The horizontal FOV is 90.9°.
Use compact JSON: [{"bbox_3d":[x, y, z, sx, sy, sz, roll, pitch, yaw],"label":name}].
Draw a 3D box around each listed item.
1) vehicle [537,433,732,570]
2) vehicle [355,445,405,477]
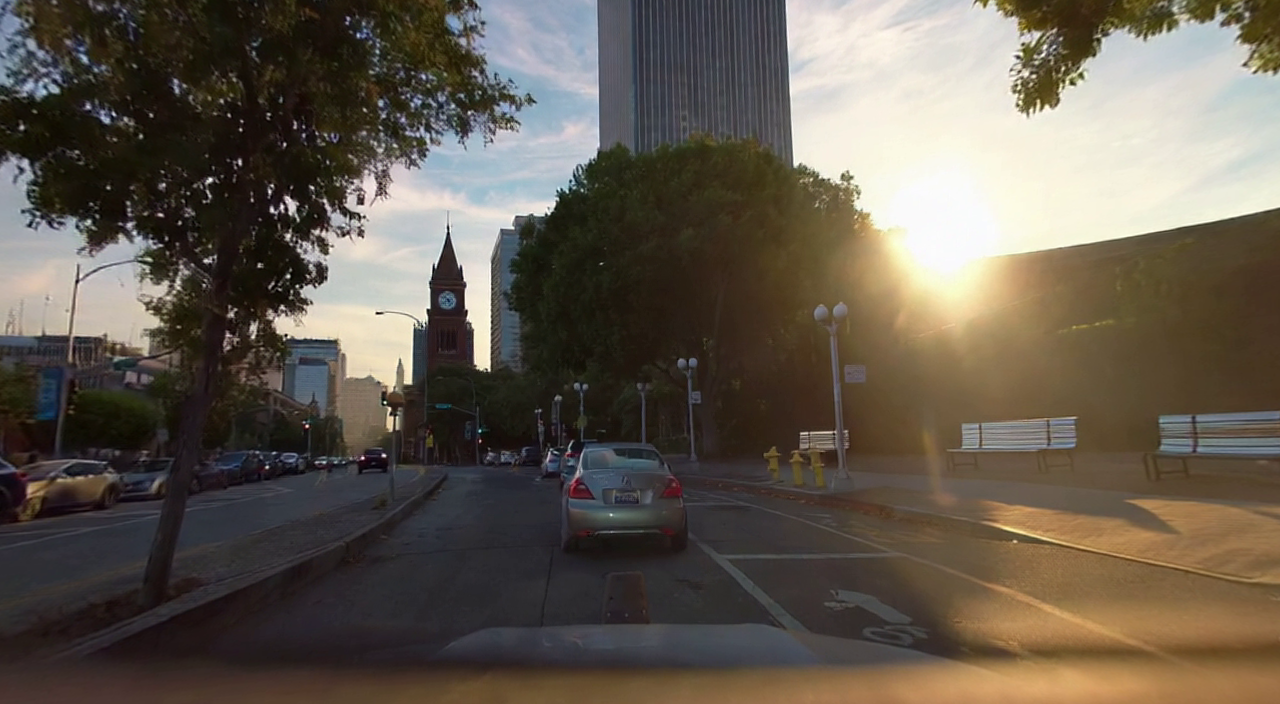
[{"bbox_3d":[-0.251,1.940,9.012,2.142,1.475,4.051,1,-8,-6],"label":"vehicle"},{"bbox_3d":[-14.703,6.141,35.857,2.179,1.698,4.549,2,-9,-17],"label":"vehicle"}]
